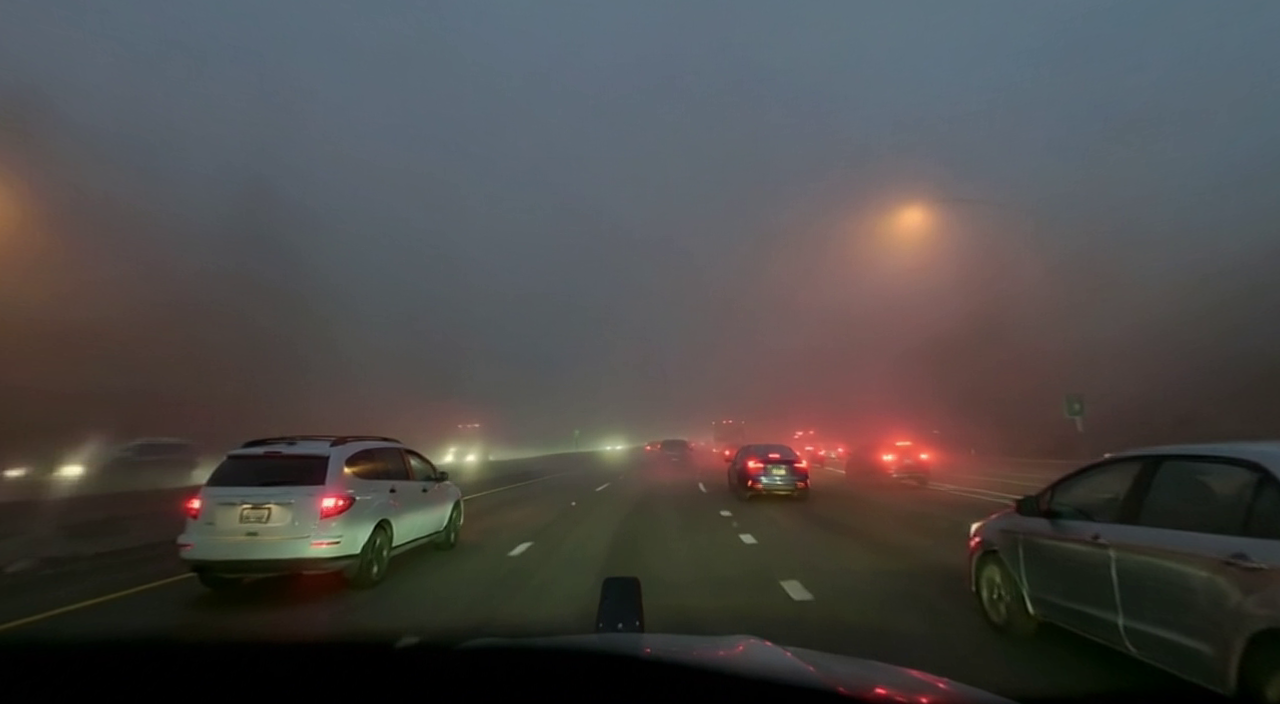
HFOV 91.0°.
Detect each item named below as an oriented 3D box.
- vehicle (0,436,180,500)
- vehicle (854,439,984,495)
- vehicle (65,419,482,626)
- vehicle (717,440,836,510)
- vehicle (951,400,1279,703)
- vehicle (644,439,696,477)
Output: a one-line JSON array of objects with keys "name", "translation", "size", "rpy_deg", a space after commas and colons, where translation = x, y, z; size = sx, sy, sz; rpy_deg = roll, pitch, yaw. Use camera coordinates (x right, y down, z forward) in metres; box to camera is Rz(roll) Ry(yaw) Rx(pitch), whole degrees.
[{"name": "vehicle", "translation": [-18.995, 3.908, 21.658], "size": [2.227, 1.917, 5.034], "rpy_deg": [-1, -9, 4]}, {"name": "vehicle", "translation": [8.311, 3.456, 19.306], "size": [2.014, 1.506, 4.626], "rpy_deg": [0, -9, 2]}, {"name": "vehicle", "translation": [-3.373, 1.649, 7.106], "size": [1.937, 1.558, 4.469], "rpy_deg": [0, -9, 1]}, {"name": "vehicle", "translation": [3.208, 2.999, 15.840], "size": [2.009, 1.489, 4.559], "rpy_deg": [0, -9, 1]}, {"name": "vehicle", "translation": [3.351, 0.938, 2.353], "size": [2.014, 1.489, 4.696], "rpy_deg": [0, -9, 1]}, {"name": "vehicle", "translation": [1.379, 4.844, 28.996], "size": [2.201, 1.614, 3.803], "rpy_deg": [0, -9, 3]}]
